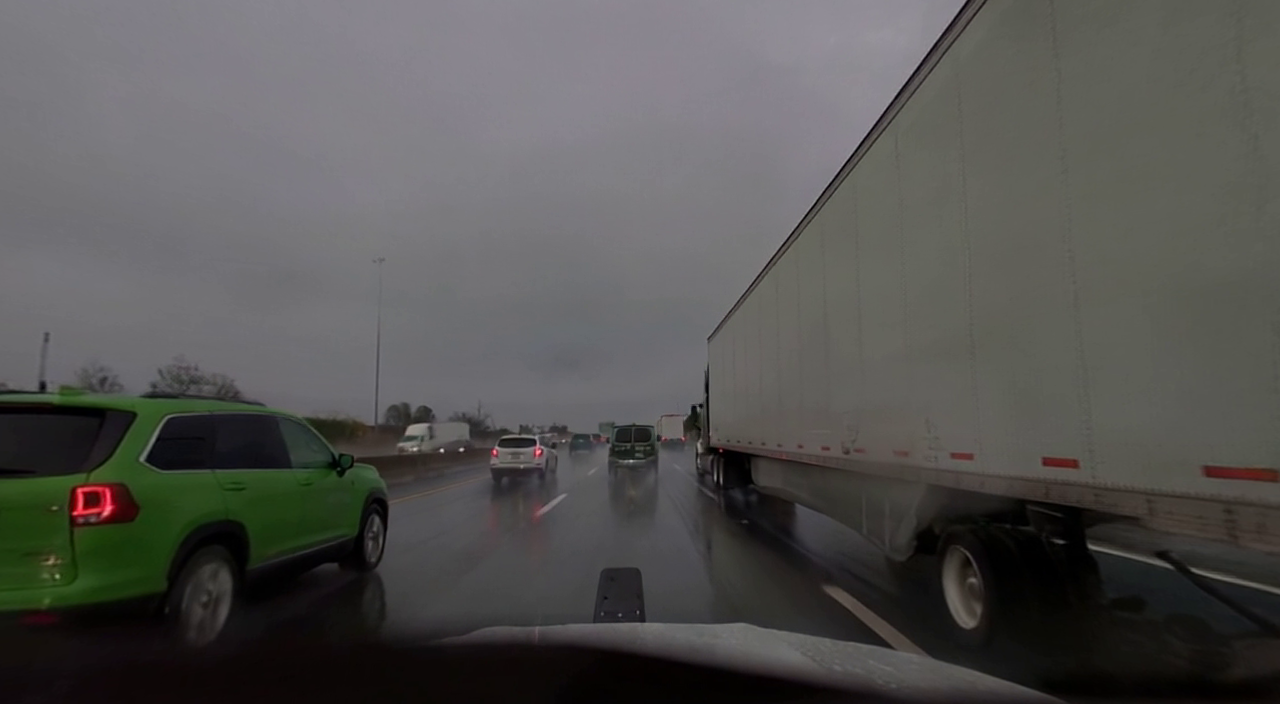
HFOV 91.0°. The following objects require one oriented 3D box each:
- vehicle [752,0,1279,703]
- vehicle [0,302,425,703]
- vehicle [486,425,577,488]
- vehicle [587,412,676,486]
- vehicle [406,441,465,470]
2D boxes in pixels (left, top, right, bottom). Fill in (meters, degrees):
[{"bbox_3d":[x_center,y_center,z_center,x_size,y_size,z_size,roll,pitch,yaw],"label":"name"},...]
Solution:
[{"bbox_3d":[3.592,-0.172,4.020,2.852,4.121,16.210,0,-8,0],"label":"vehicle"},{"bbox_3d":[-3.427,1.022,4.241,2.193,1.803,4.958,0,-8,0],"label":"vehicle"},{"bbox_3d":[-3.413,3.407,20.815,2.120,1.812,4.659,0,-8,1],"label":"vehicle"},{"bbox_3d":[-0.281,3.392,22.205,2.704,2.216,5.804,0,-8,0],"label":"vehicle"},{"bbox_3d":[-11.977,6.071,37.196,1.927,1.618,4.545,0,-8,1],"label":"vehicle"}]
